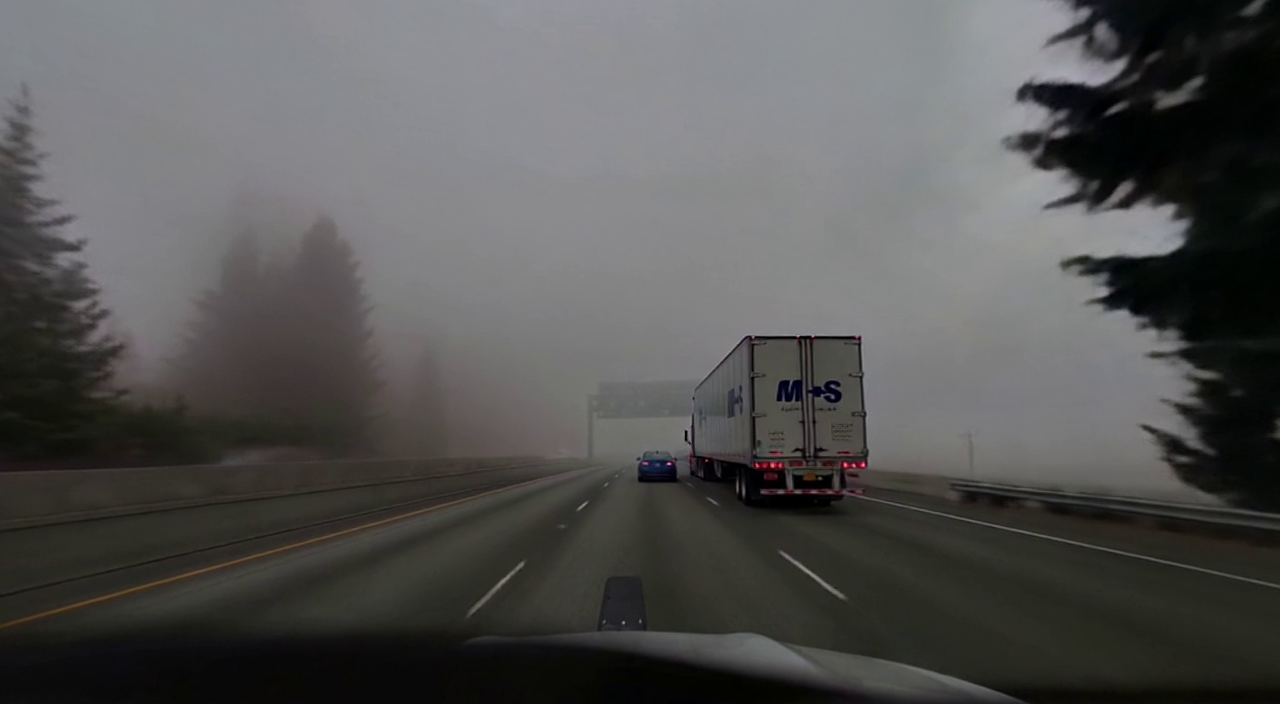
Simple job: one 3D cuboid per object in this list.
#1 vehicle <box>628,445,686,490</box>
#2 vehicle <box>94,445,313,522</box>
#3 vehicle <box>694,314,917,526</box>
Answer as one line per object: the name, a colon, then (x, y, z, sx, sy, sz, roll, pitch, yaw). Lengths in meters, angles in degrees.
vehicle: (0.605, 4.519, 25.027, 2.121, 1.642, 3.828, 0, -9, -1)
vehicle: (-9.689, 2.911, 14.531, 1.912, 1.502, 4.283, 0, -9, 1)
vehicle: (3.758, 2.338, 19.283, 3.002, 4.104, 14.174, 0, -9, 0)
